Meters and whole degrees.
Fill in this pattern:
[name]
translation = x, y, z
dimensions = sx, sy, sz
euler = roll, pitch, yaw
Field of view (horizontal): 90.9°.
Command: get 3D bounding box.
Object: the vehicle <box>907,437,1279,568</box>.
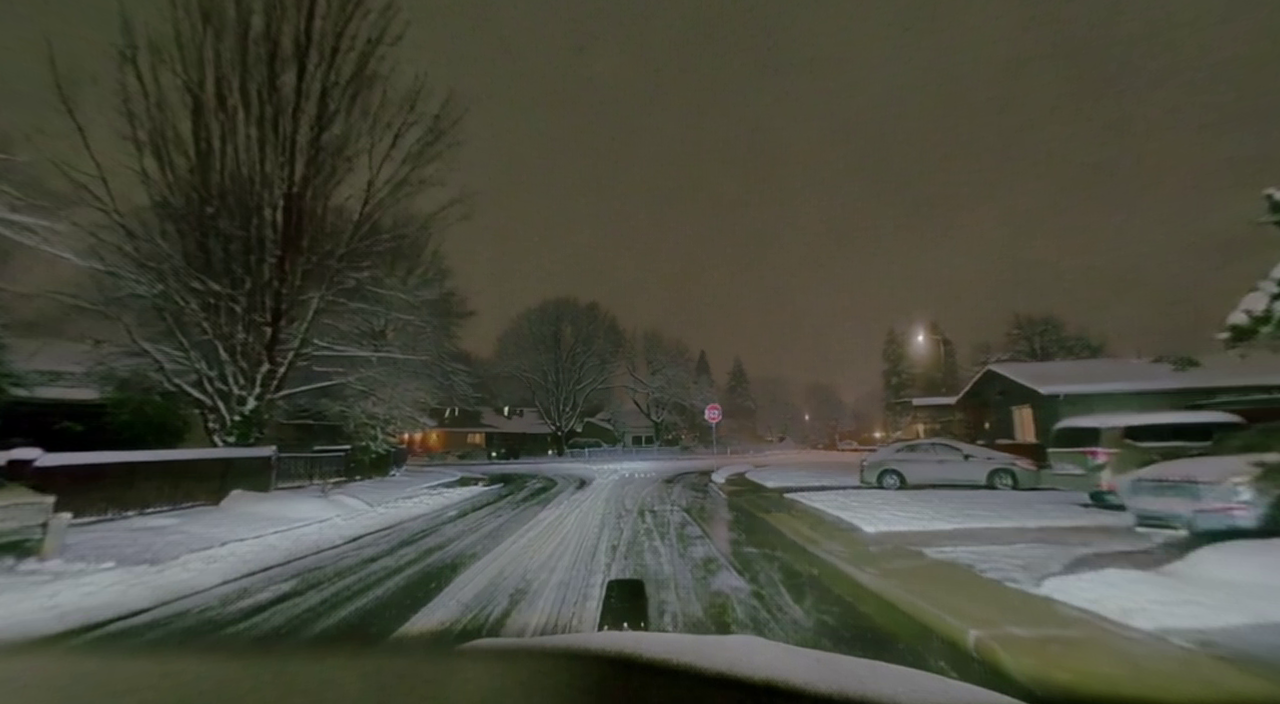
[vehicle]
translation = 5.859, 1.782, 7.834
dimensions = 4.229, 1.402, 1.811
euler = 0, -9, 2
